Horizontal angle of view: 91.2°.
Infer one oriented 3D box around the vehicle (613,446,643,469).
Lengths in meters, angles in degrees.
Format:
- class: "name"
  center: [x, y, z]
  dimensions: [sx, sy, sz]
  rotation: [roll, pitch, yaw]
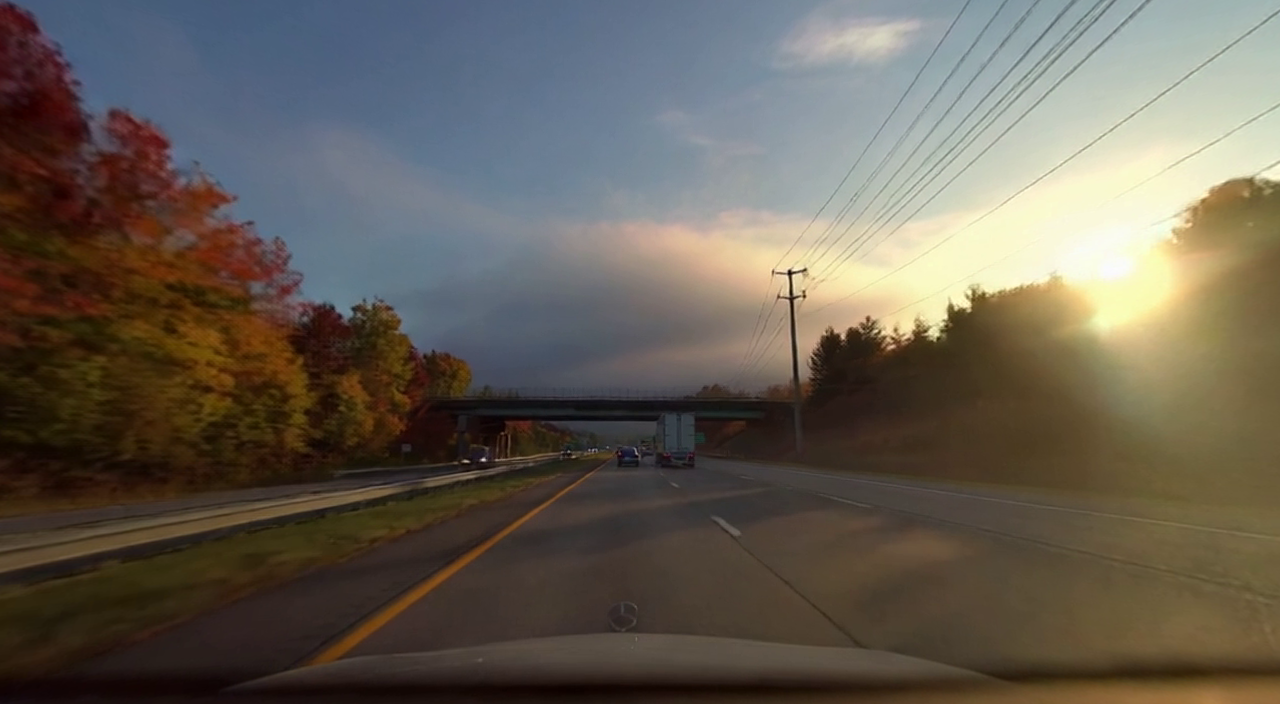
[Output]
- class: "vehicle"
  center: [-0.844, 7.201, 42.823]
  dimensions: [1.961, 1.454, 3.755]
  rotation: [0, -9, -1]
